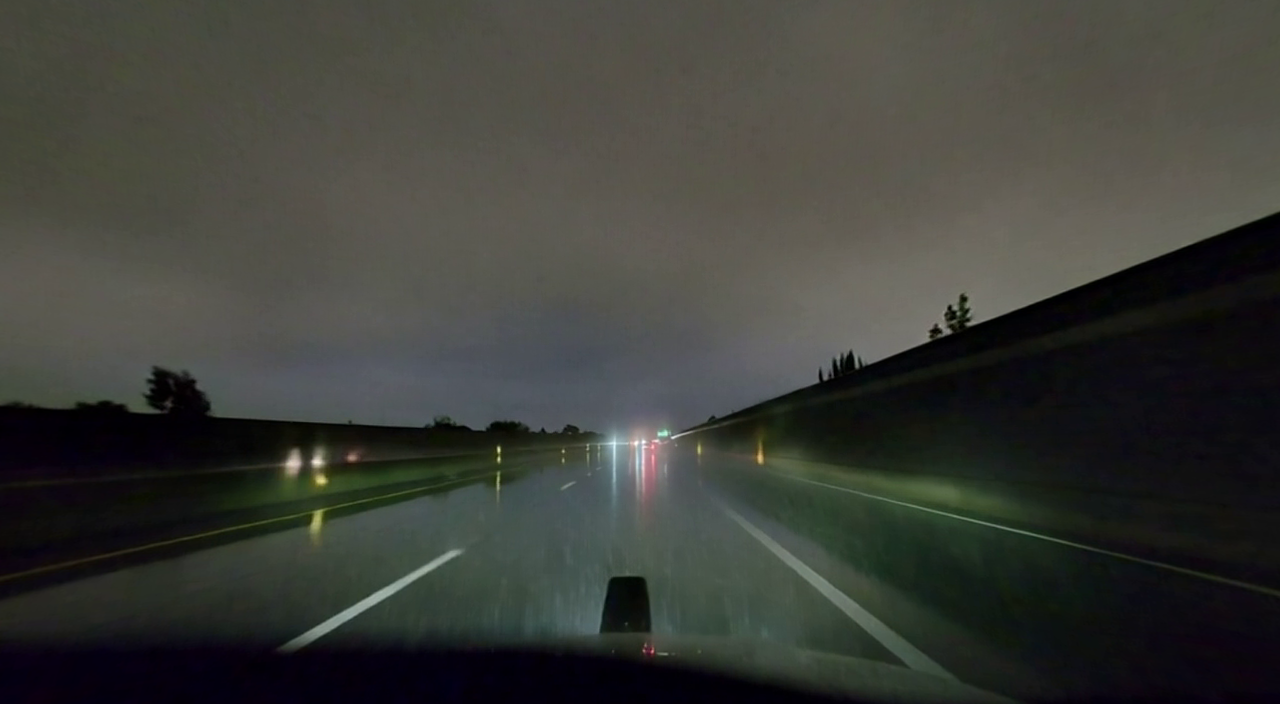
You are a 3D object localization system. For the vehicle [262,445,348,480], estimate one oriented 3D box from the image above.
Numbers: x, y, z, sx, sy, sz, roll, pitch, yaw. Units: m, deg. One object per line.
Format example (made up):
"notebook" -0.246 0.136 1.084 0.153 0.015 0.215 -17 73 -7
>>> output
"vehicle" -16.729 5.511 31.678 1.893 1.617 4.251 0 -8 1
